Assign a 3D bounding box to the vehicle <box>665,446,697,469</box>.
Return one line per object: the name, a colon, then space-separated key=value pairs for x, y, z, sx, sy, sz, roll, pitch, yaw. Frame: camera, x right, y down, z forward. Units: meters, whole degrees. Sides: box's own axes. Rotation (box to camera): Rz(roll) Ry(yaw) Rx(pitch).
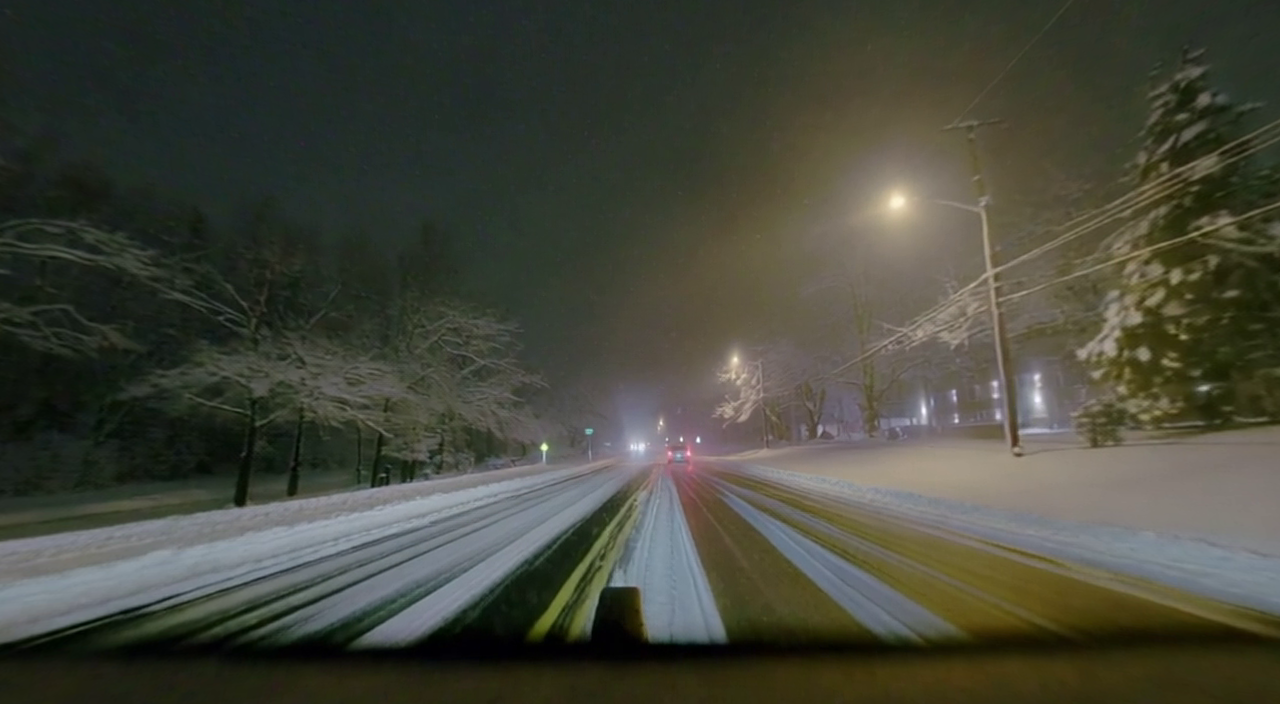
vehicle: x=2.773 y=7.211 z=43.486 sx=1.925 sy=1.488 sz=4.271 roll=0 pitch=-8 yaw=0
